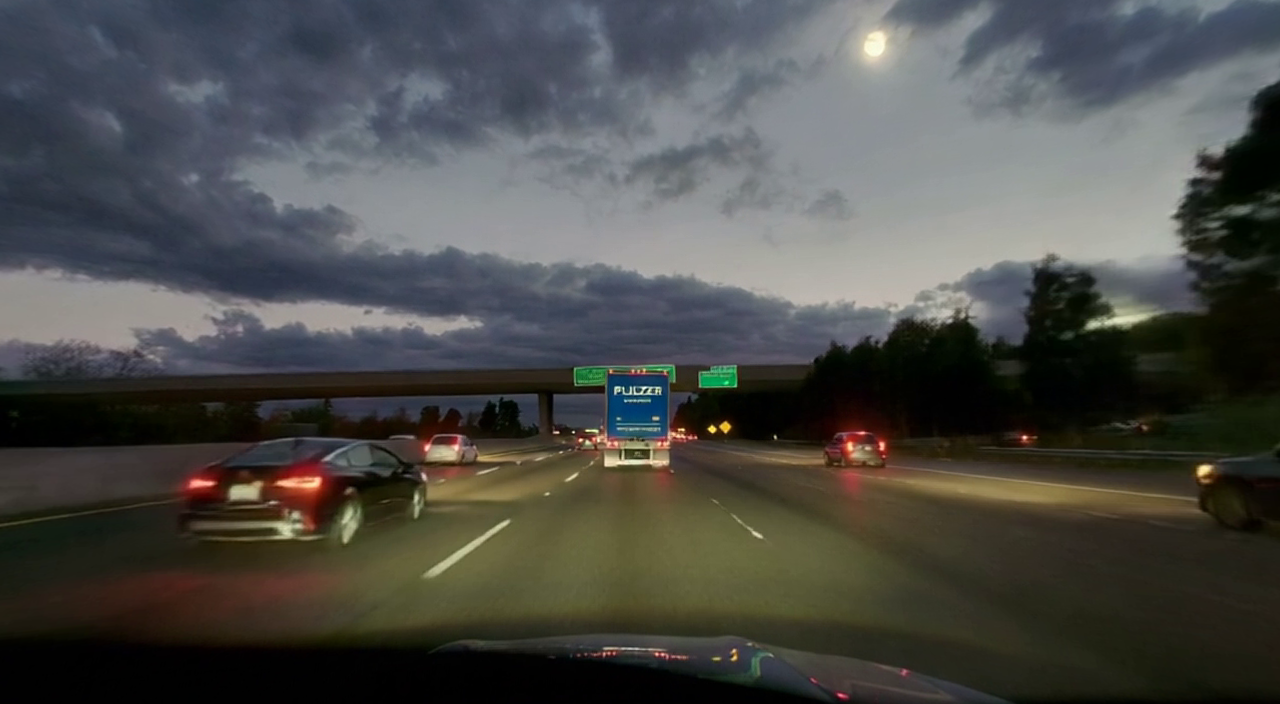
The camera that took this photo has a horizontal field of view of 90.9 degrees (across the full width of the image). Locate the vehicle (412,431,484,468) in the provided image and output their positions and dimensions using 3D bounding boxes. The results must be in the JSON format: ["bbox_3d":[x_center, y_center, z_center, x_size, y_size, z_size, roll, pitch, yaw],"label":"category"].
[{"bbox_3d":[-8.591,4.394,28.597,2.041,1.566,3.986,0,-8,0],"label":"vehicle"}]

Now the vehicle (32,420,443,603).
[{"bbox_3d":[-3.868,1.554,7.158,1.943,1.446,4.158,0,-8,0],"label":"vehicle"}]

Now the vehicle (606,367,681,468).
[{"bbox_3d":[-0.035,3.370,30.690,2.926,3.959,11.818,0,-8,-2],"label":"vehicle"}]
